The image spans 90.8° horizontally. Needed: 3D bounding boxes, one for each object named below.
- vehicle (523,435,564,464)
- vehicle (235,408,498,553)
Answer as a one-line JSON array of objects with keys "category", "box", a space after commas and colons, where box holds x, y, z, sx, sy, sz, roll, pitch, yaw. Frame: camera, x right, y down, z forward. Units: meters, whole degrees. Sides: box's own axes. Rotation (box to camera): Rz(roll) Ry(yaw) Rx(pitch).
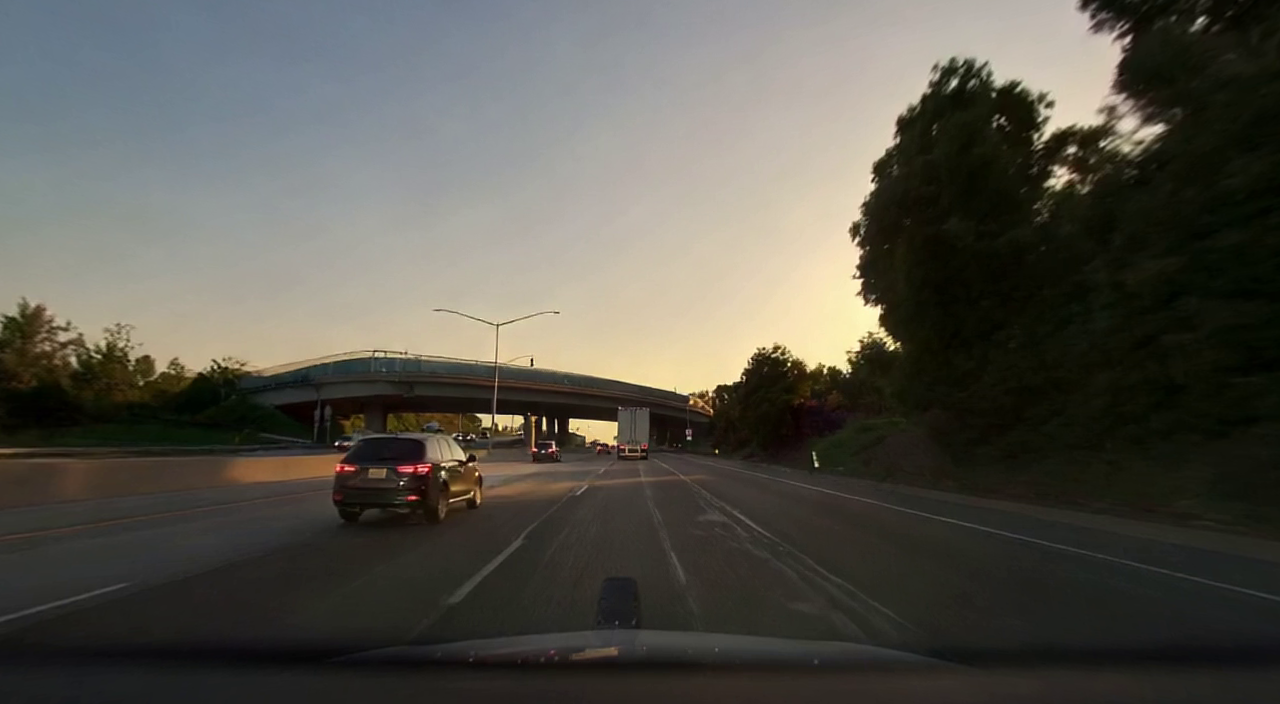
[{"category": "vehicle", "box": [-7.174, 7.330, 47.603, 2.247, 2.001, 5.002, 0, -9, 0]}, {"category": "vehicle", "box": [-3.791, 1.879, 9.891, 2.077, 1.716, 4.514, 0, -9, 0]}]
